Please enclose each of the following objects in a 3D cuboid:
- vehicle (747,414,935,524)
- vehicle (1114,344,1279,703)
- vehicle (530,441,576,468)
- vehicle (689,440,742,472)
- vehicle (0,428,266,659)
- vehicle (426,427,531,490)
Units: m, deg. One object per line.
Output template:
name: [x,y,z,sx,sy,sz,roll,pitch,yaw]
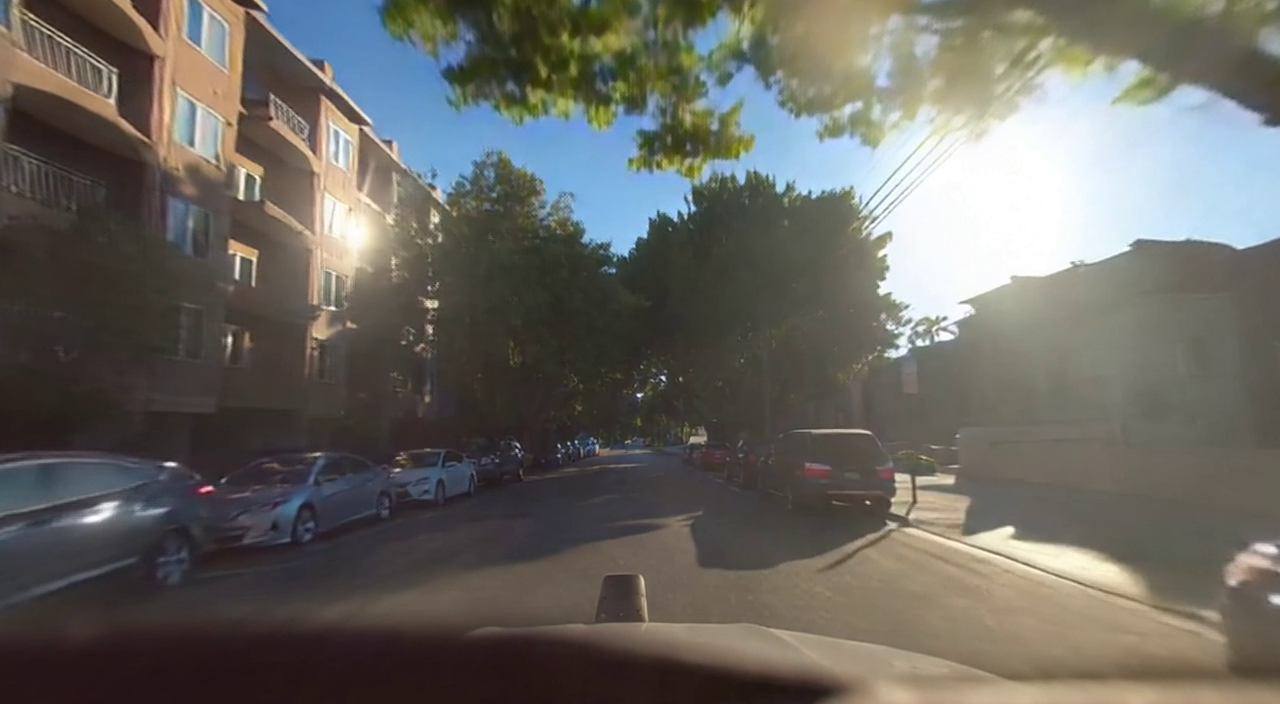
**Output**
vehicle: [3.759,2.299,12.996,2.082,1.809,4.998,0,-8,-2]
vehicle: [3.736,0.625,1.099,2.043,1.766,4.846,0,-8,0]
vehicle: [-5.134,6.129,37.985,2.080,1.458,4.511,0,-8,0]
vehicle: [3.689,5.165,31.740,1.881,1.460,4.737,0,-8,-3]
vehicle: [-5.344,1.441,4.945,2.033,1.532,4.823,-3,-8,-2]
vehicle: [-5.215,3.519,21.250,2.213,1.825,4.986,0,-8,0]
